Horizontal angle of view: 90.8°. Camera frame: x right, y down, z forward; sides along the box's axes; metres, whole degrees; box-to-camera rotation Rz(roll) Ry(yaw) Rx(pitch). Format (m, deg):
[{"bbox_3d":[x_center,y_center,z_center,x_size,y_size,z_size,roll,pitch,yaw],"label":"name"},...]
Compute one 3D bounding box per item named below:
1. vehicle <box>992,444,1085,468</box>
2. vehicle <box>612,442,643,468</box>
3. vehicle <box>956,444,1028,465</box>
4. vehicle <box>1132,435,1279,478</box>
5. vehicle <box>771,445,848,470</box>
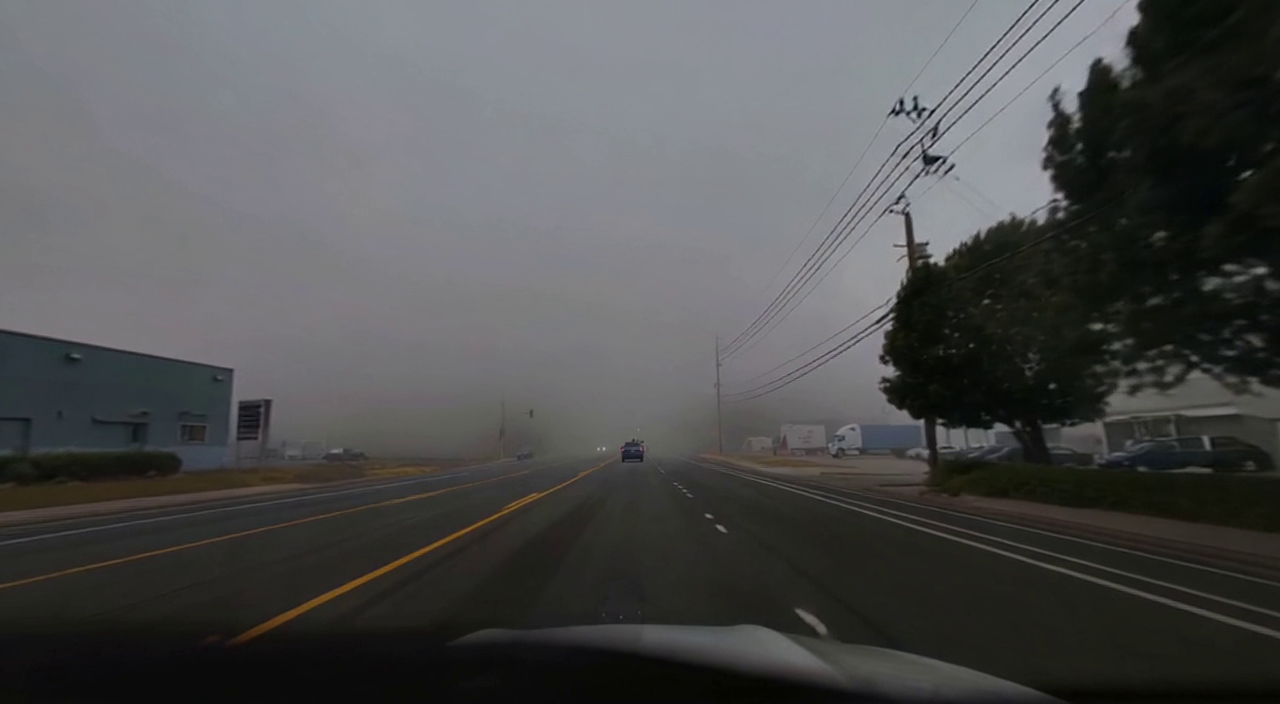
[{"bbox_3d":[25.745,6.701,40.917,4.625,1.484,1.997,-1,-8,1],"label":"vehicle"},{"bbox_3d":[-0.791,6.667,41.253,1.937,1.588,3.746,0,-8,0],"label":"vehicle"},{"bbox_3d":[25.768,7.533,46.374,4.134,1.441,1.836,-1,-8,1],"label":"vehicle"},{"bbox_3d":[24.828,4.566,27.679,4.805,1.781,1.974,0,-8,0],"label":"vehicle"},{"bbox_3d":[11.701,7.316,43.926,4.758,1.496,1.871,-2,-9,-1],"label":"vehicle"}]
